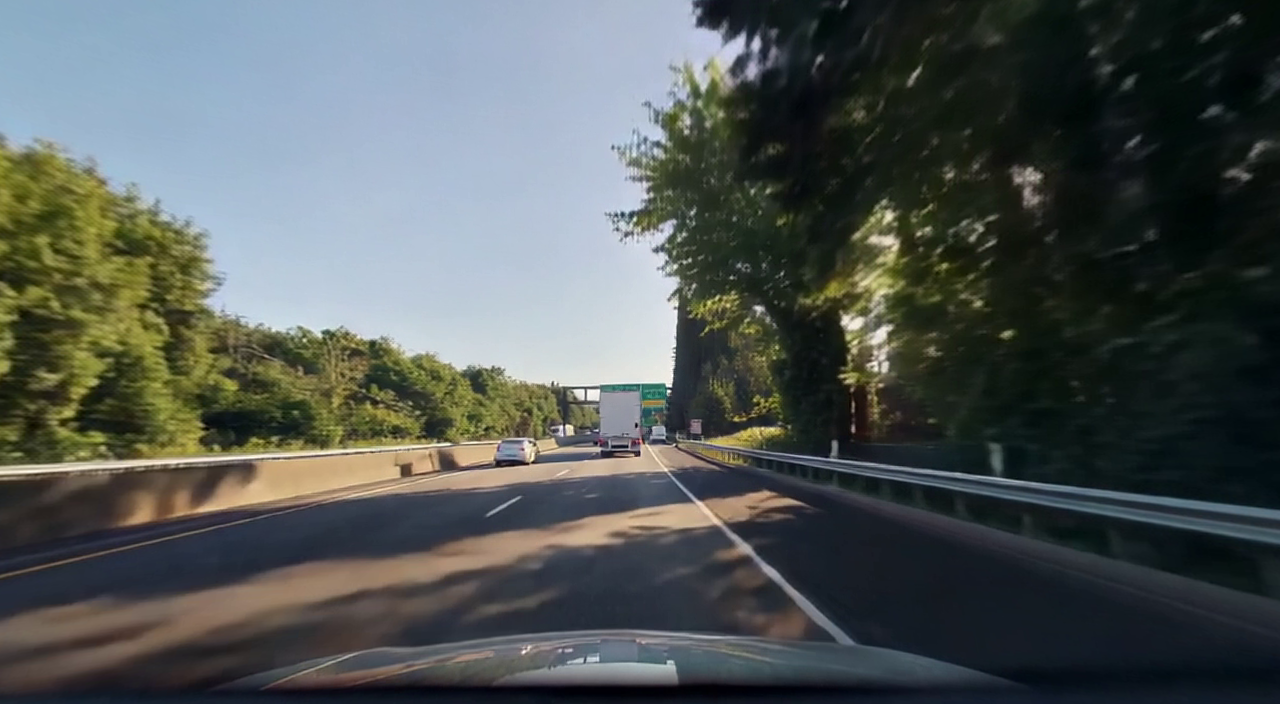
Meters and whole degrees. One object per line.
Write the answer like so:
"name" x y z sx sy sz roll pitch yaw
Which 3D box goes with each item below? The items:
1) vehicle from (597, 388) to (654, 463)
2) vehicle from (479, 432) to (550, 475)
"vehicle" -0.851 4.228 35.734 2.855 3.741 8.587 0 -8 -2
"vehicle" -4.742 3.873 24.375 1.931 1.479 4.083 0 -8 -1
